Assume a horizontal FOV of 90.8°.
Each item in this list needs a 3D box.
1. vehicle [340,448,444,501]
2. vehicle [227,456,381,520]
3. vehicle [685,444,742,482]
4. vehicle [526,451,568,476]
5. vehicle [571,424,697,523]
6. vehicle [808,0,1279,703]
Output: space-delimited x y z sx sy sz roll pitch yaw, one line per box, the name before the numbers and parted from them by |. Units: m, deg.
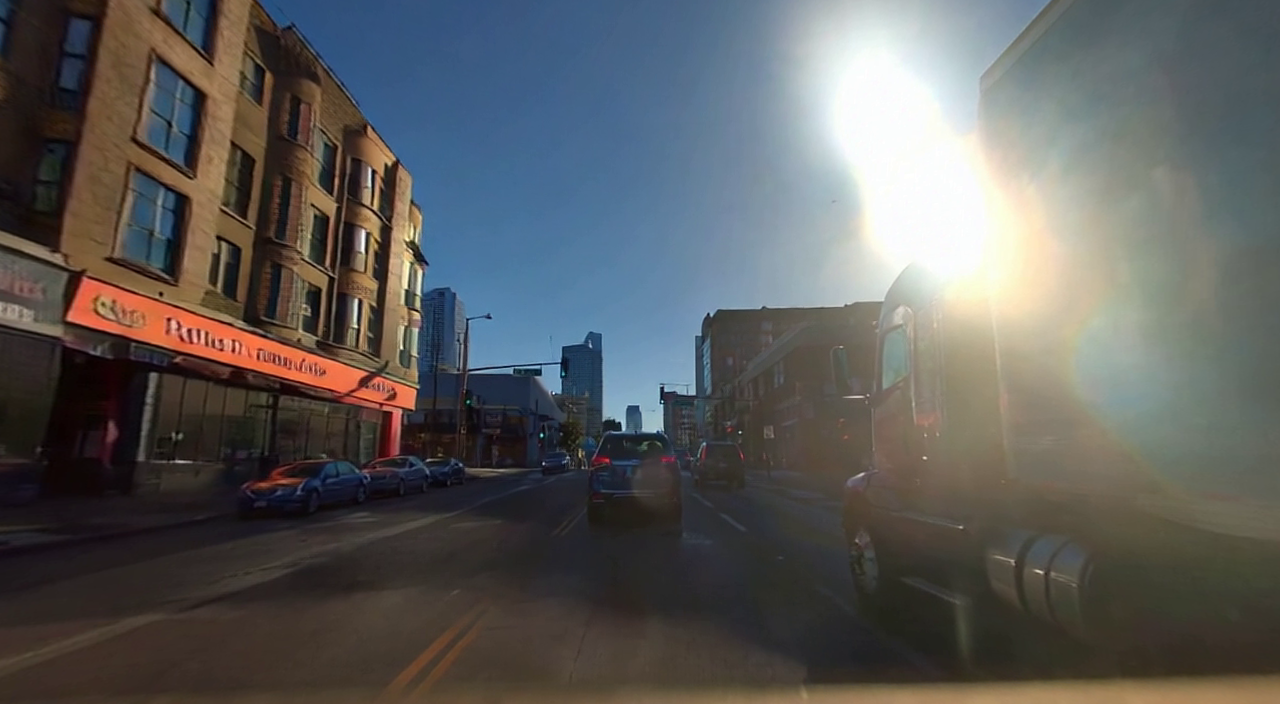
vehicle | -8.869 4.366 23.067 2.084 1.686 4.422 0 -8 -1
vehicle | -8.753 3.540 16.973 1.805 1.379 4.359 0 -8 -1
vehicle | 3.450 5.292 30.491 2.159 1.696 4.316 0 -8 -1
vehicle | -5.856 7.069 40.324 1.947 1.462 4.640 0 -8 1
vehicle | -0.078 2.554 13.822 2.283 1.783 4.548 0 -8 1
vehicle | 3.244 -0.180 1.875 2.913 3.771 9.716 0 -8 1
